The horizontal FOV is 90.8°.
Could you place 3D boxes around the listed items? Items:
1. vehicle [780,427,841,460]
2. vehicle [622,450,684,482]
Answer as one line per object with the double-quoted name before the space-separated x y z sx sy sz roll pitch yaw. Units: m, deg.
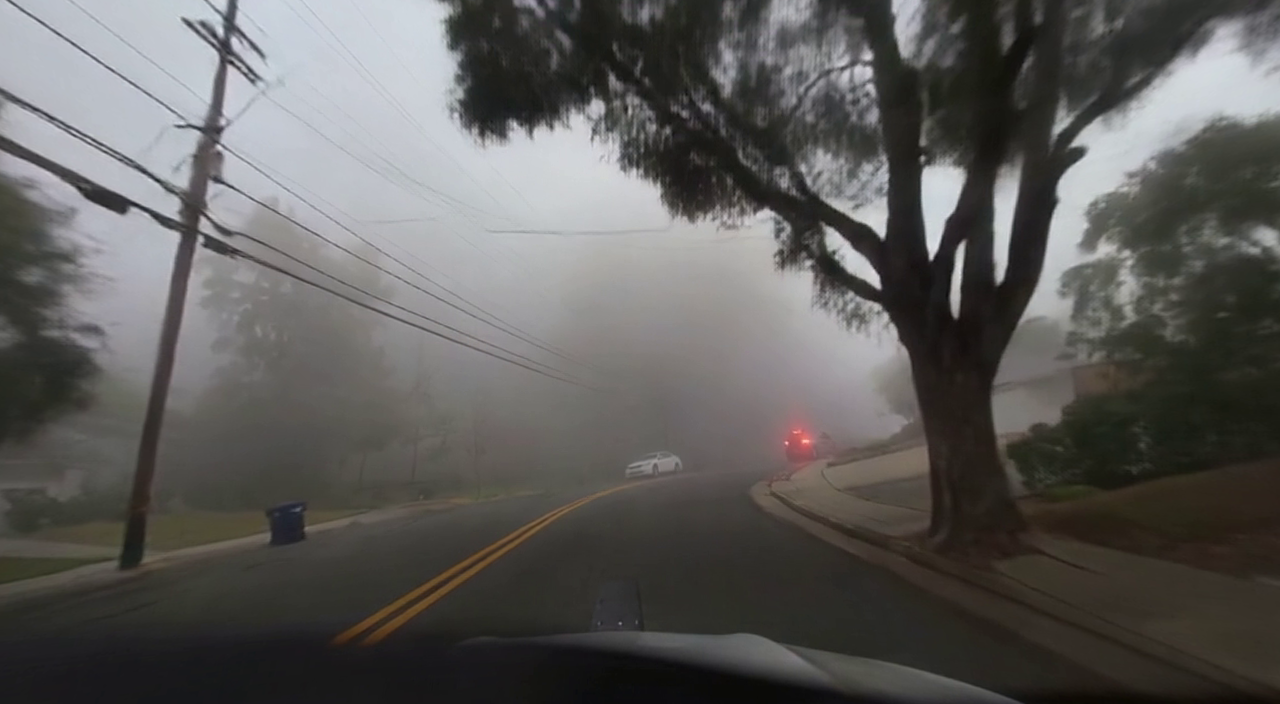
"vehicle" 11.055 5.903 40.707 2.086 1.974 4.890 -6 -10 36
"vehicle" 0.907 7.384 41.281 2.039 1.949 4.511 -5 -10 32
